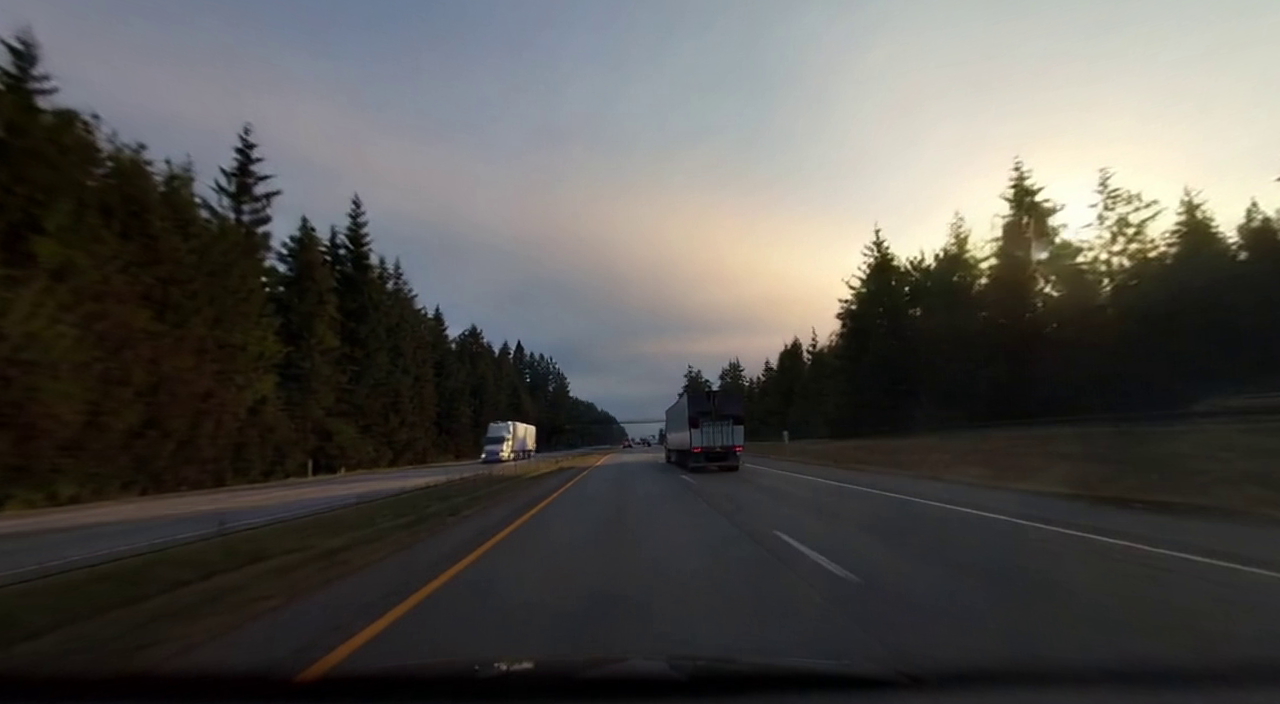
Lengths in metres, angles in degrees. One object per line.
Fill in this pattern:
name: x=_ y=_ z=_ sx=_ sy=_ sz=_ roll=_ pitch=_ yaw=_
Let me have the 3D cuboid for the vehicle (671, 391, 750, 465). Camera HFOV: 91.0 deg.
vehicle: x=4.311 y=5.243 z=42.537 sx=3.223 sy=4.082 sz=14.353 roll=0 pitch=-8 yaw=-2
